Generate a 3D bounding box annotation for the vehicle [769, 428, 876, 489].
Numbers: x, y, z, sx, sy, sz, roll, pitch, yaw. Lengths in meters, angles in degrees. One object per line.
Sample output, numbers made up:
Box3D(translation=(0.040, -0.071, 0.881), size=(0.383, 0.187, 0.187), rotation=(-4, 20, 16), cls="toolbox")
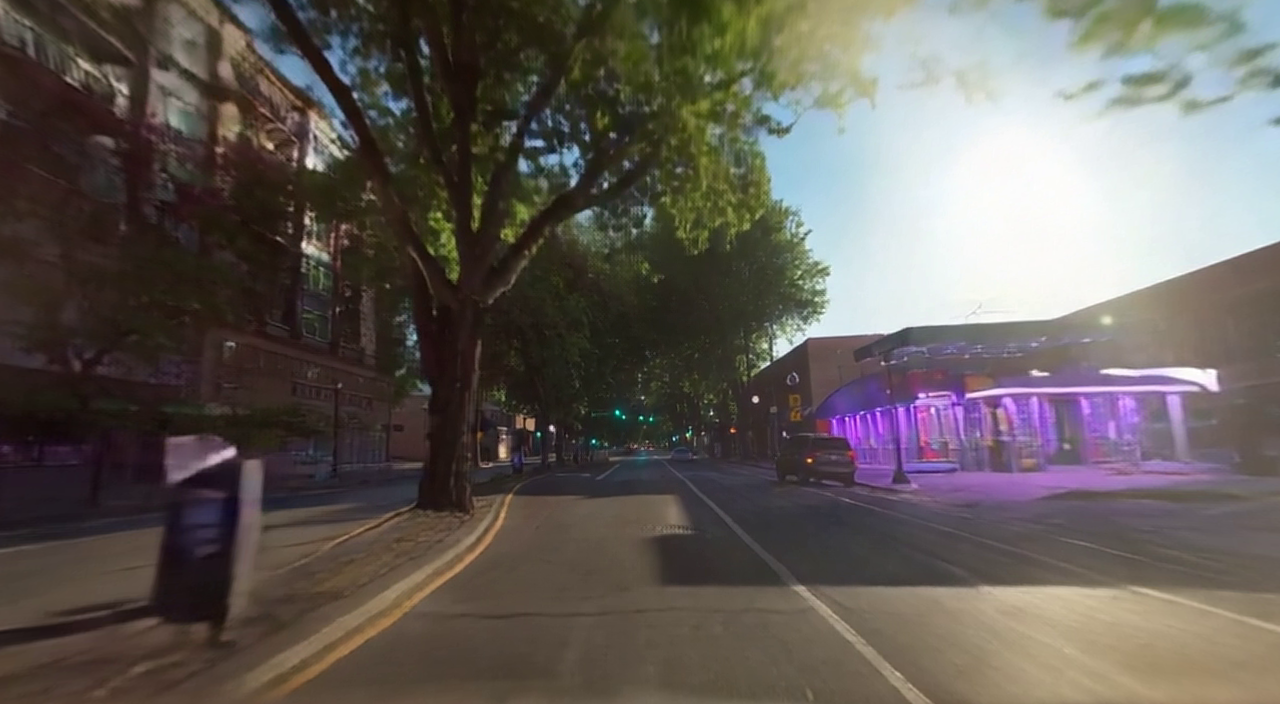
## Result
Box3D(translation=(6.285, 3.729, 22.411), size=(2.112, 1.894, 4.910), rotation=(0, -8, -3), cls="vehicle")
